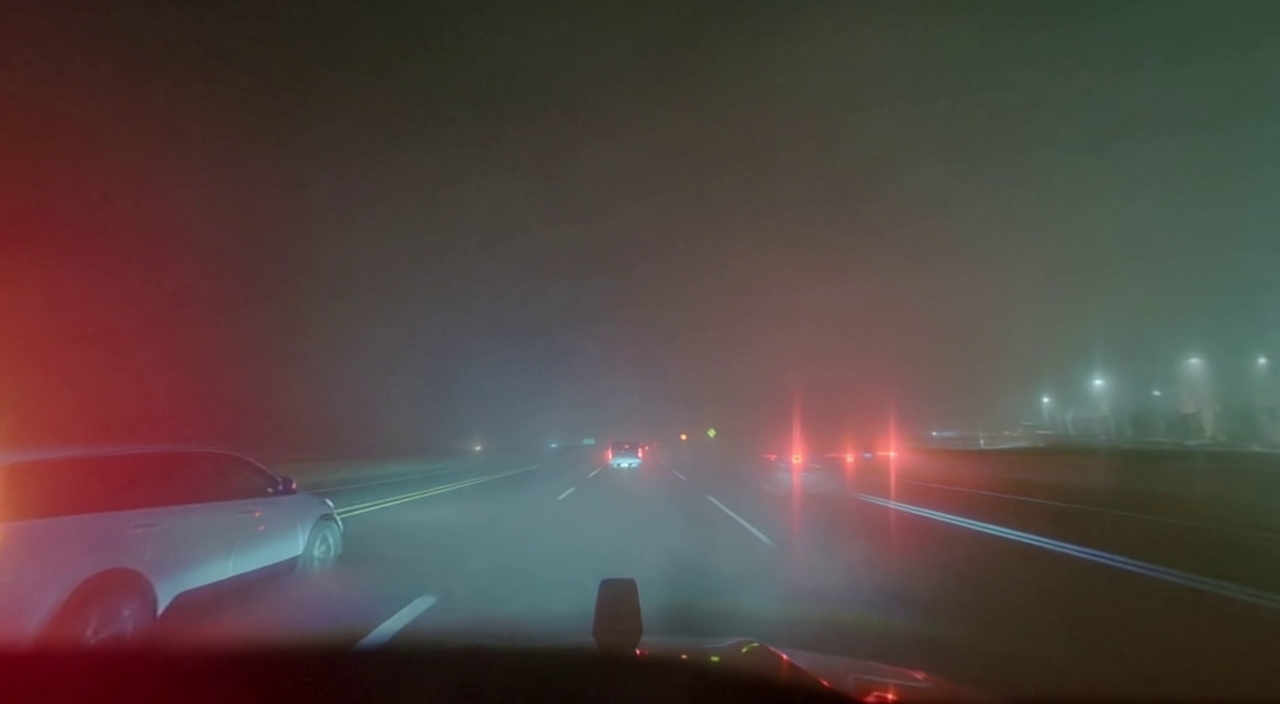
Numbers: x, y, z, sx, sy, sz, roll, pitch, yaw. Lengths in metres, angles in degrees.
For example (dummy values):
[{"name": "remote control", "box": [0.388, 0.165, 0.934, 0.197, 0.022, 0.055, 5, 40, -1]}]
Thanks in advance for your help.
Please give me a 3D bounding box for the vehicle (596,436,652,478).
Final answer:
[{"name": "vehicle", "box": [-0.619, 4.317, 26.047, 2.147, 1.576, 3.964, 0, -8, 0]}]
